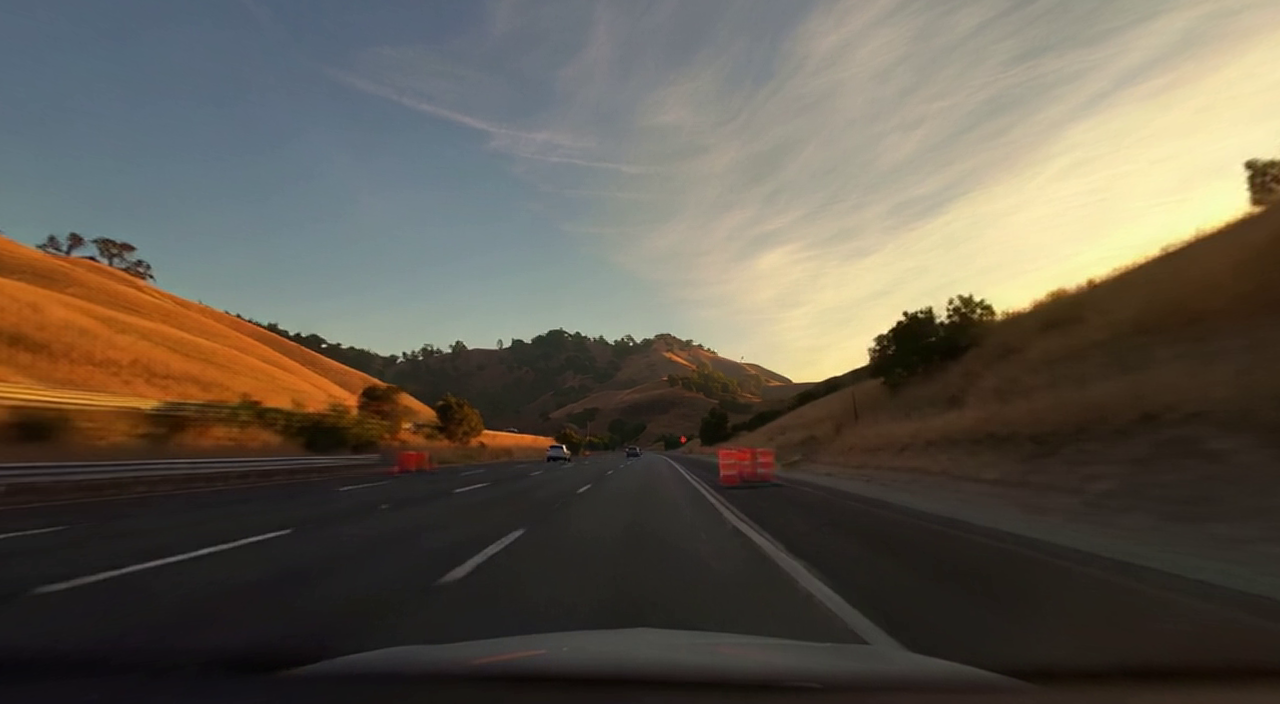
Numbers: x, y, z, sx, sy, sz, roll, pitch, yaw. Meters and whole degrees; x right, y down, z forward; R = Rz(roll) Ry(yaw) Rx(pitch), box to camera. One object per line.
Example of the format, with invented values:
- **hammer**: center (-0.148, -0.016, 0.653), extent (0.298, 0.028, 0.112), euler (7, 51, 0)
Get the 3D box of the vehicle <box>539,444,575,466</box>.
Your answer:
- **vehicle**: center (-6.169, 7.697, 47.165), extent (2.042, 1.585, 4.162), euler (0, -9, 1)
